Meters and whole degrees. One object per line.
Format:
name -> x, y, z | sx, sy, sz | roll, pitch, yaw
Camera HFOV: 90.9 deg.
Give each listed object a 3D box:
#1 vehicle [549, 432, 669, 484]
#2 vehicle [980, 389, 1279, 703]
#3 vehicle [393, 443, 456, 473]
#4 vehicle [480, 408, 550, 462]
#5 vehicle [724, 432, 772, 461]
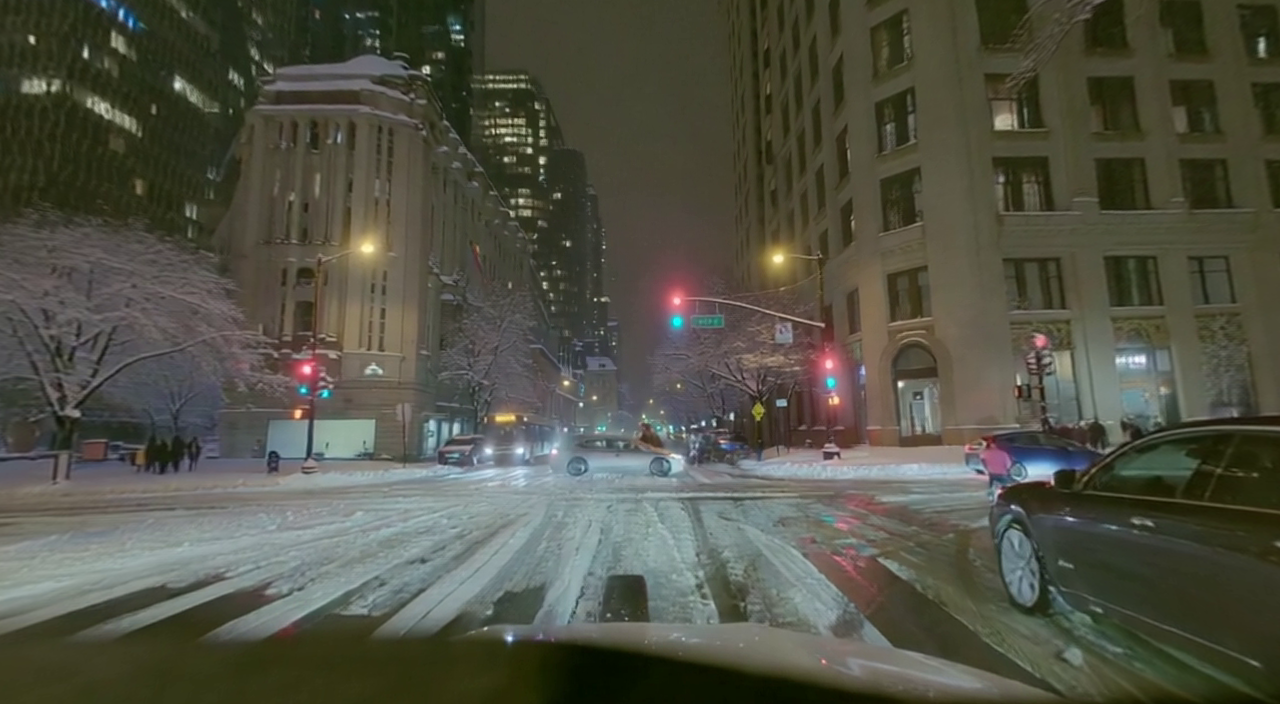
vehicle -> -1.246, 3.488, 21.387 | 2.050, 1.465, 5.388 | 2, -8, -27
vehicle -> 4.121, 1.116, 4.148 | 2.006, 1.495, 4.271 | -2, -8, 10
vehicle -> -11.952, 5.883, 35.272 | 1.998, 1.505, 4.405 | 0, -8, 0
vehicle -> -8.728, 6.058, 45.411 | 2.916, 3.427, 10.189 | 0, -8, 0
vehicle -> 6.230, 5.502, 36.824 | 1.926, 1.574, 3.961 | 0, -8, -2
